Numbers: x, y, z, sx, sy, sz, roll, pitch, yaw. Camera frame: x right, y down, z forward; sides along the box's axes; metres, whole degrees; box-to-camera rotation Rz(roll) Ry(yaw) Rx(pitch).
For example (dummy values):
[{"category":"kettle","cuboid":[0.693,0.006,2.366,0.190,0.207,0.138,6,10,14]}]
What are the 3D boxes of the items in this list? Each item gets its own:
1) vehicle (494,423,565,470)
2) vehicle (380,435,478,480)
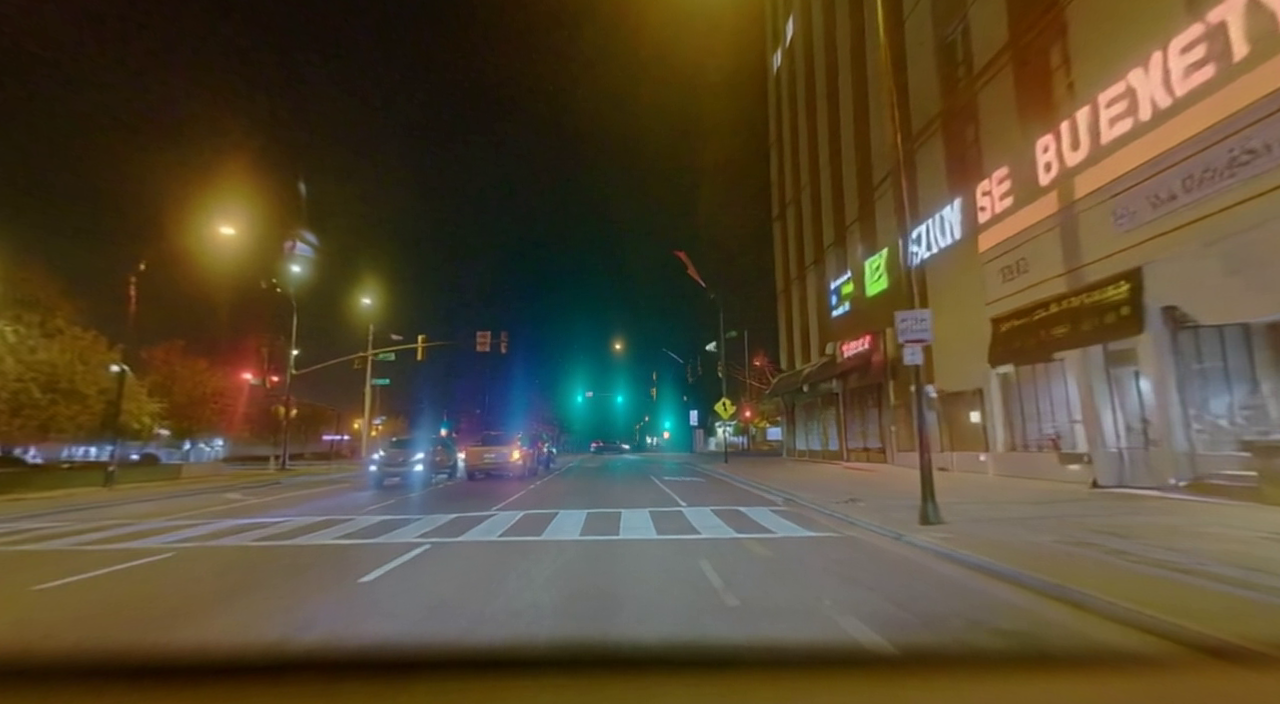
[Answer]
[{"category":"vehicle","cuboid":[-4.847,4.256,28.482,2.371,1.926,5.099,0,-8,-1]},{"category":"vehicle","cuboid":[-7.486,3.765,22.838,2.010,1.455,4.271,0,-8,1]}]
